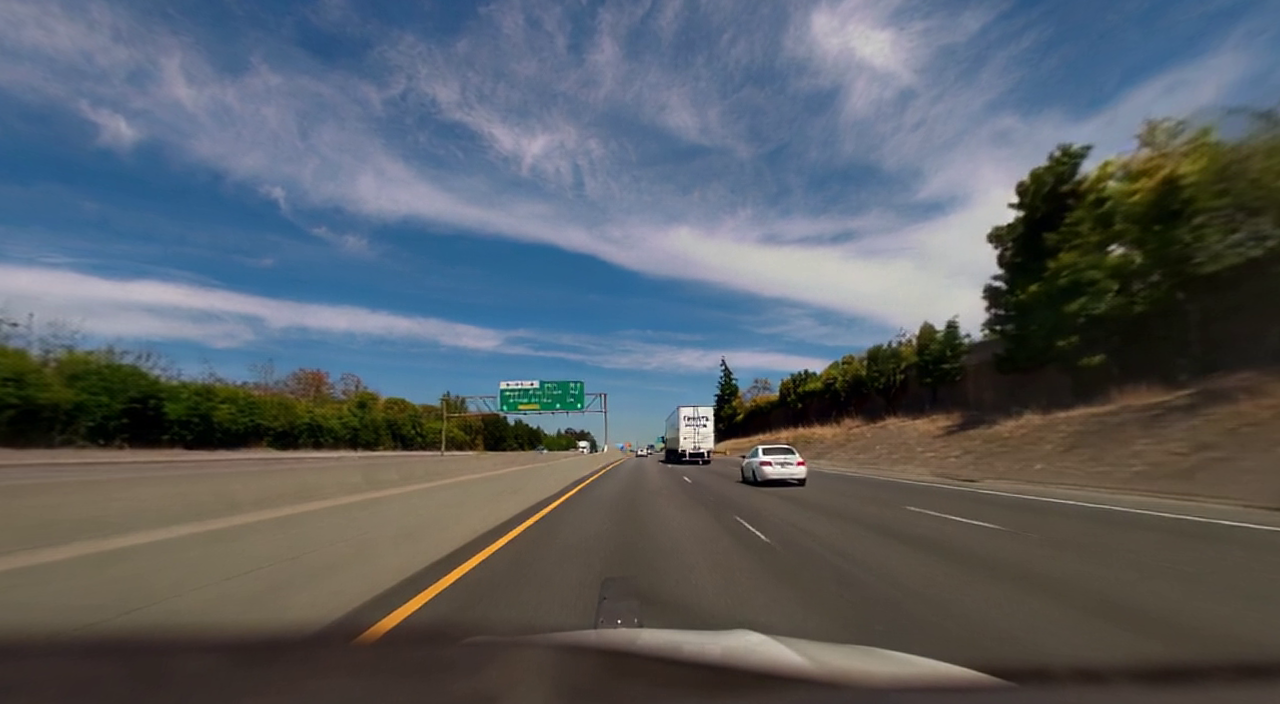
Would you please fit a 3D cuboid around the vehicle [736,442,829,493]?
[{"bbox_3d":[4.476,3.701,20.438,1.917,1.471,4.149,0,-9,-2],"label":"vehicle"}]
